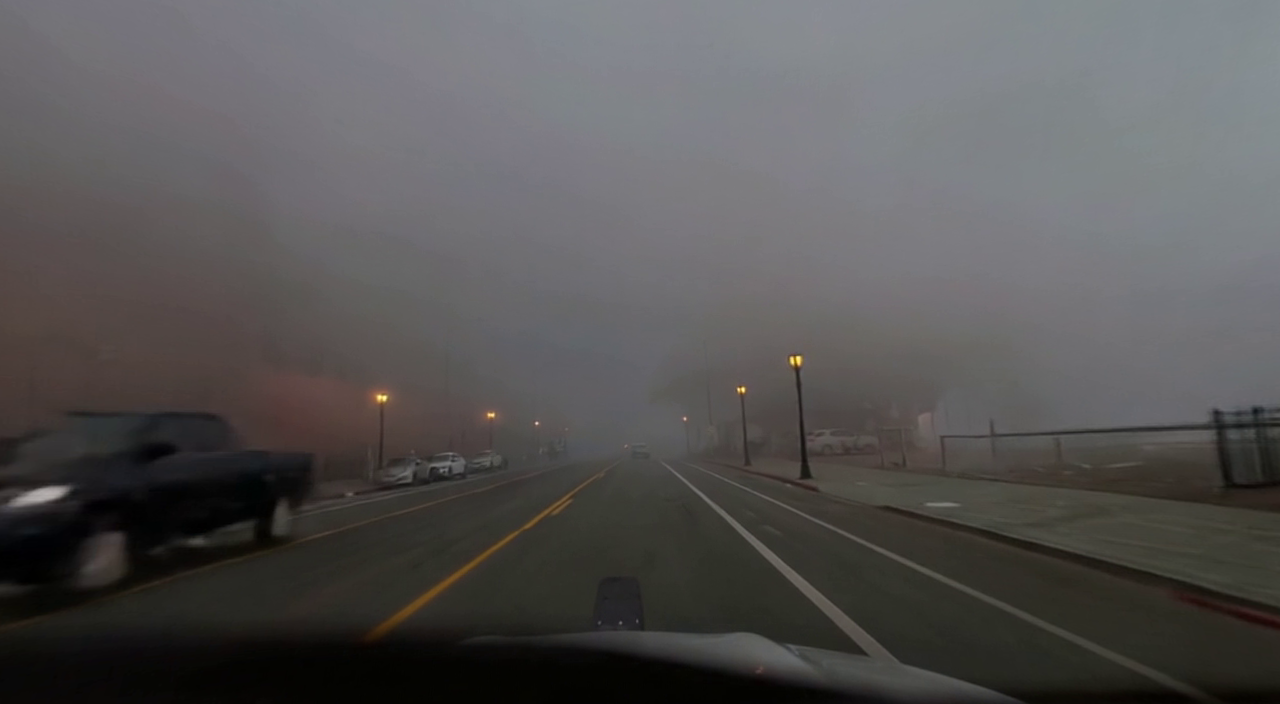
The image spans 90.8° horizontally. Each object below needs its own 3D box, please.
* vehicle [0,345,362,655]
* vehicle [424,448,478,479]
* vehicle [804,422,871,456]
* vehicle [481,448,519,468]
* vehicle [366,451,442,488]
[{"bbox_3d":[-5.417,1.351,6.695,2.267,2.070,5.719,0,-8,1],"label":"vehicle"},{"bbox_3d":[-10.754,6.349,36.280,1.837,1.586,4.155,0,-8,0],"label":"vehicle"},{"bbox_3d":[12.501,5.614,40.459,2.532,1.997,5.001,0,-9,-2],"label":"vehicle"},{"bbox_3d":[-10.820,8.224,49.145,1.828,1.470,4.523,0,-8,0],"label":"vehicle"},{"bbox_3d":[-10.749,5.365,29.158,1.784,1.502,4.344,0,-8,0],"label":"vehicle"}]
